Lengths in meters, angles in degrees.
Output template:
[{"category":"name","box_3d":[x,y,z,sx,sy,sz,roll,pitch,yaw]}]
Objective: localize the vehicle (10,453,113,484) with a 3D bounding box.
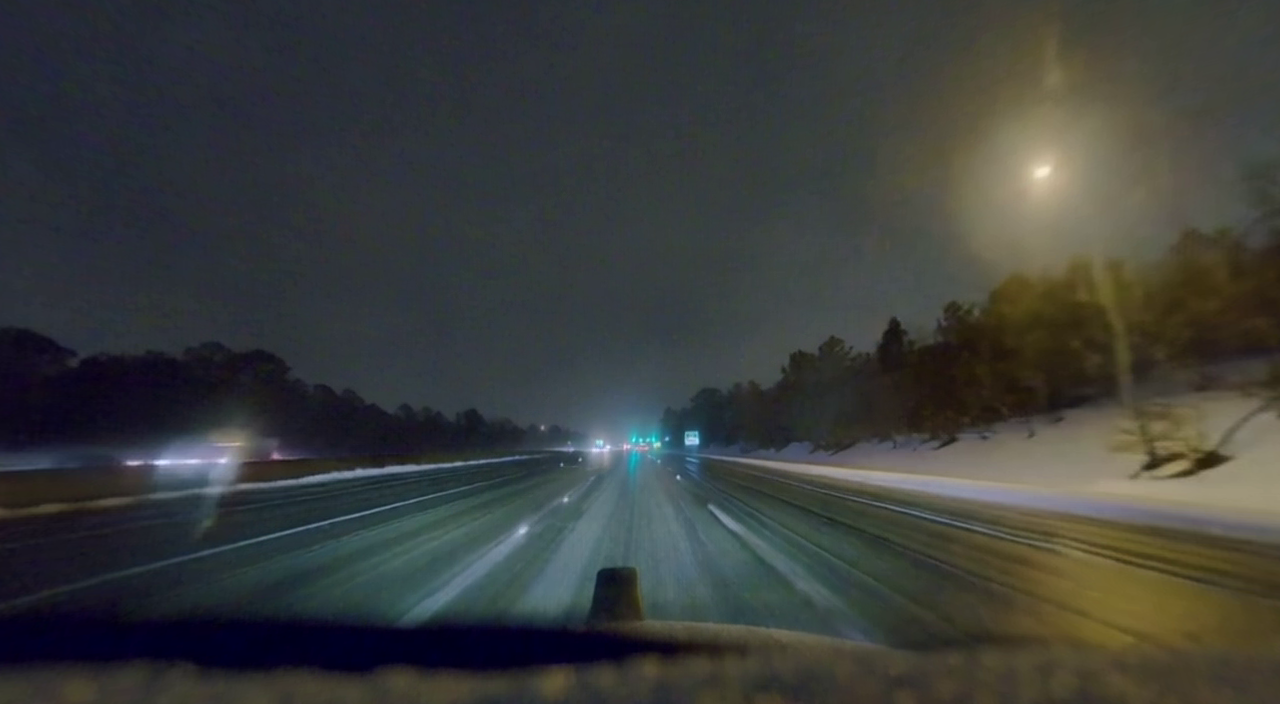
[{"category":"vehicle","box_3d":[-29.857,6.002,32.738,1.726,1.405,3.815,0,-8,0]}]

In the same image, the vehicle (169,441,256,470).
[{"category":"vehicle","box_3d":[-26.124,6.339,38.787,2.023,1.639,4.699,-1,-8,0]}]
